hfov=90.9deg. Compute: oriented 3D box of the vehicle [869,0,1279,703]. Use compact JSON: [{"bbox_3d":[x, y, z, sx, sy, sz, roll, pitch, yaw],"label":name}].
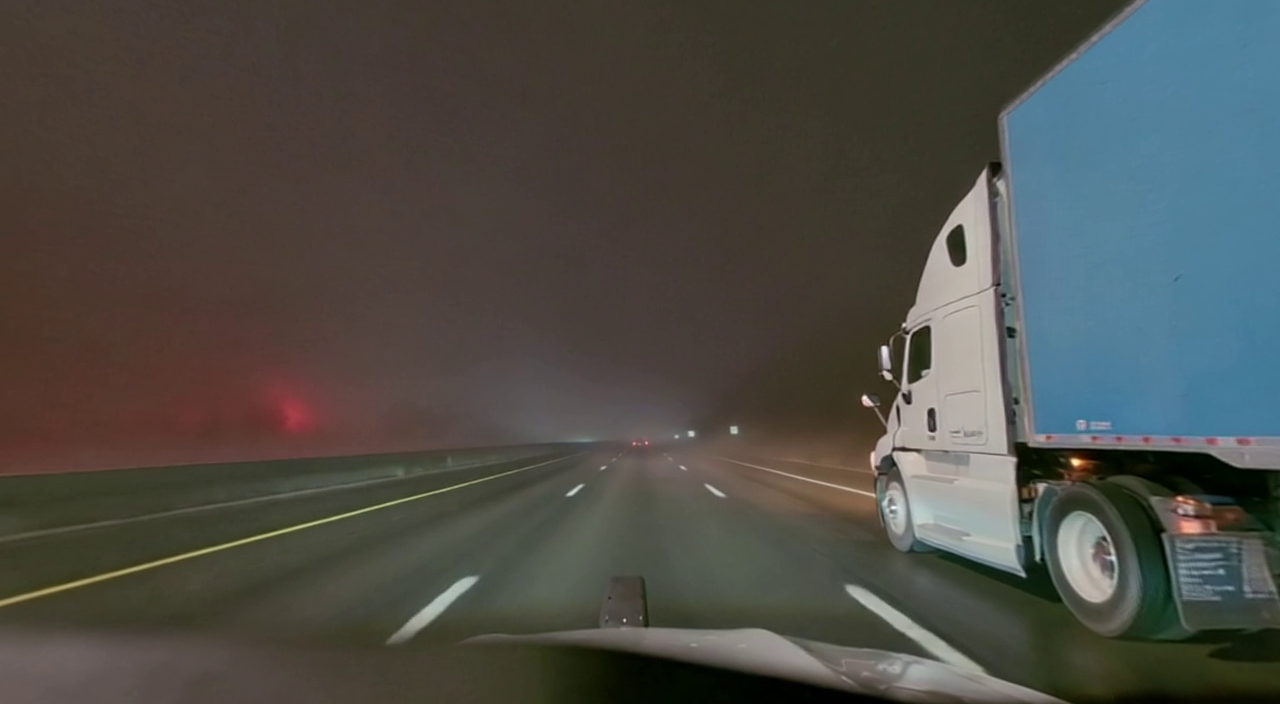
[{"bbox_3d":[3.925,-0.391,1.832,3.012,3.768,8.945,0,-8,-1],"label":"vehicle"}]
